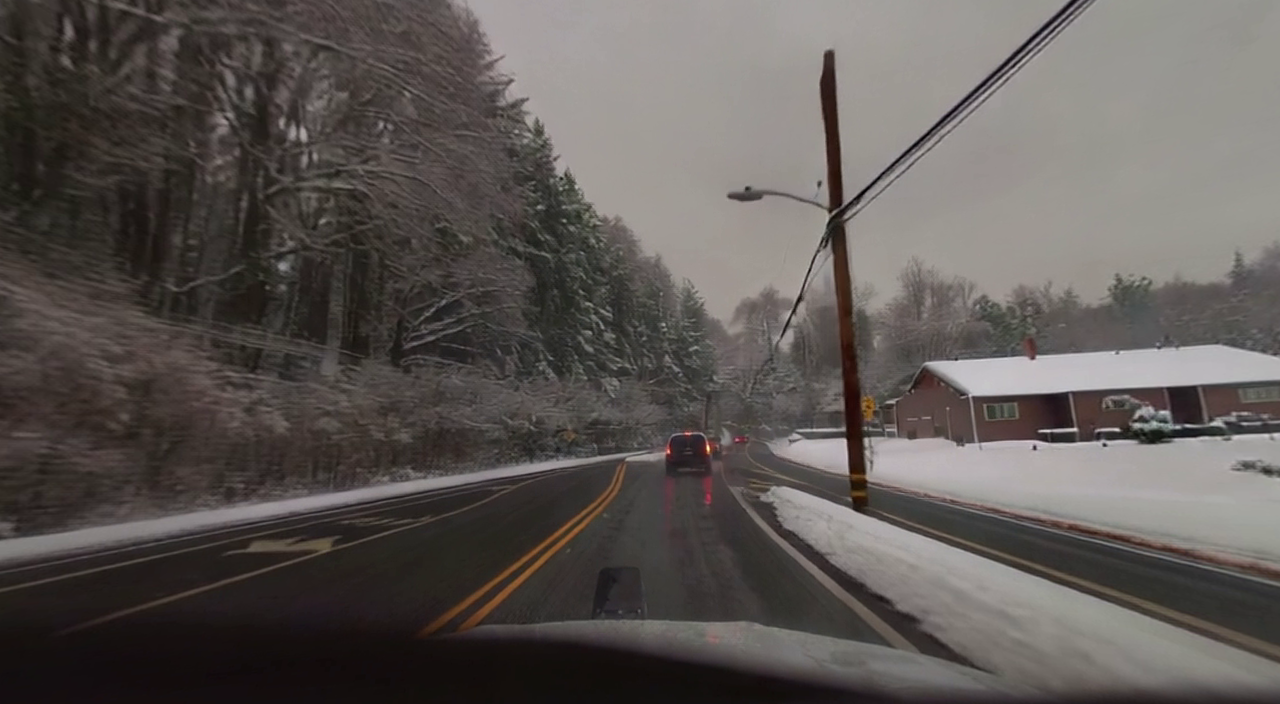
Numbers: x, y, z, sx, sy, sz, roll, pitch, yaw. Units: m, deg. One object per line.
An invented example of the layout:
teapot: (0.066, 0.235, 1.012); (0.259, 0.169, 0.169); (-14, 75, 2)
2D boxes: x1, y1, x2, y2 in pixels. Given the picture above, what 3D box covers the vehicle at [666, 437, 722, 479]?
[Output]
vehicle: (2.440, 4.608, 27.665); (2.216, 1.708, 4.110); (-1, -9, 7)
